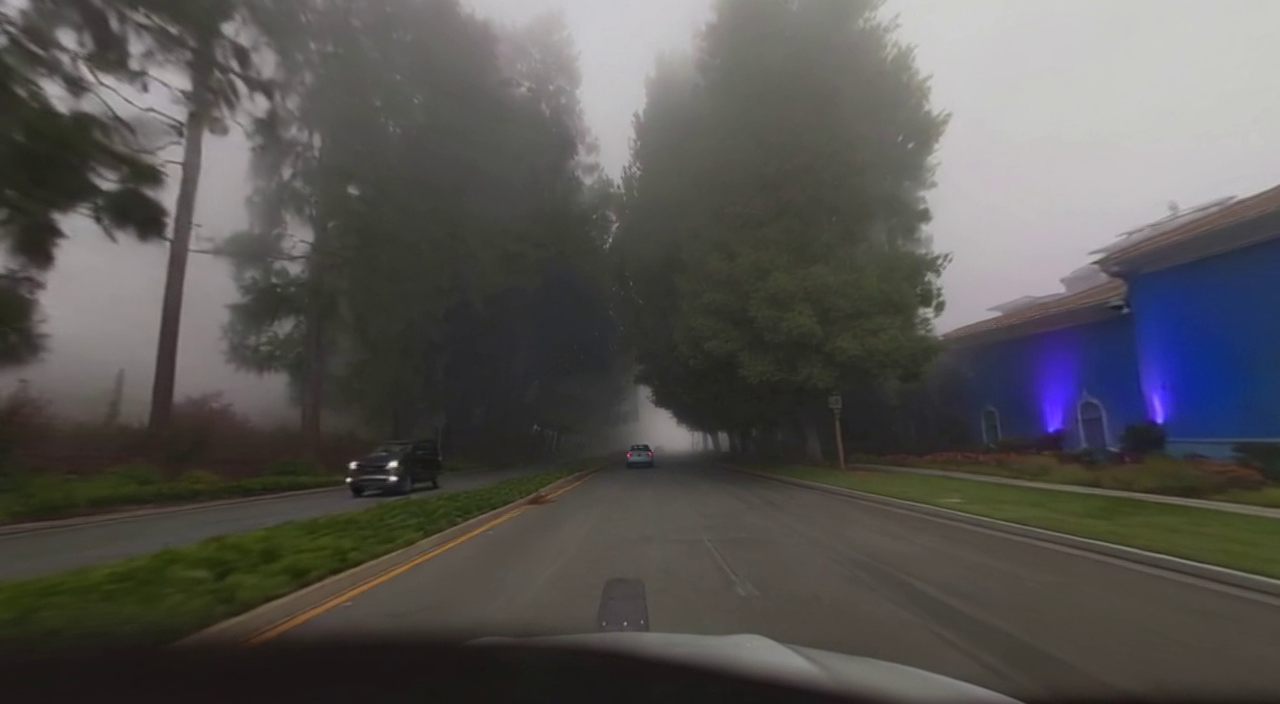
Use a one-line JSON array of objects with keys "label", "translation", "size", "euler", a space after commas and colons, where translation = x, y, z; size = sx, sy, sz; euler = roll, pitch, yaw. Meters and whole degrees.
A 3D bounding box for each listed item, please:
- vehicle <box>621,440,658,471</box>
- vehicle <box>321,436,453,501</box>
[{"label": "vehicle", "translation": [0.033, 6.195, 37.936], "size": [2.129, 1.713, 4.314], "euler": [0, -8, 1]}, {"label": "vehicle", "translation": [-7.648, 3.527, 19.632], "size": [2.055, 1.757, 4.584], "euler": [0, -8, 2]}]
